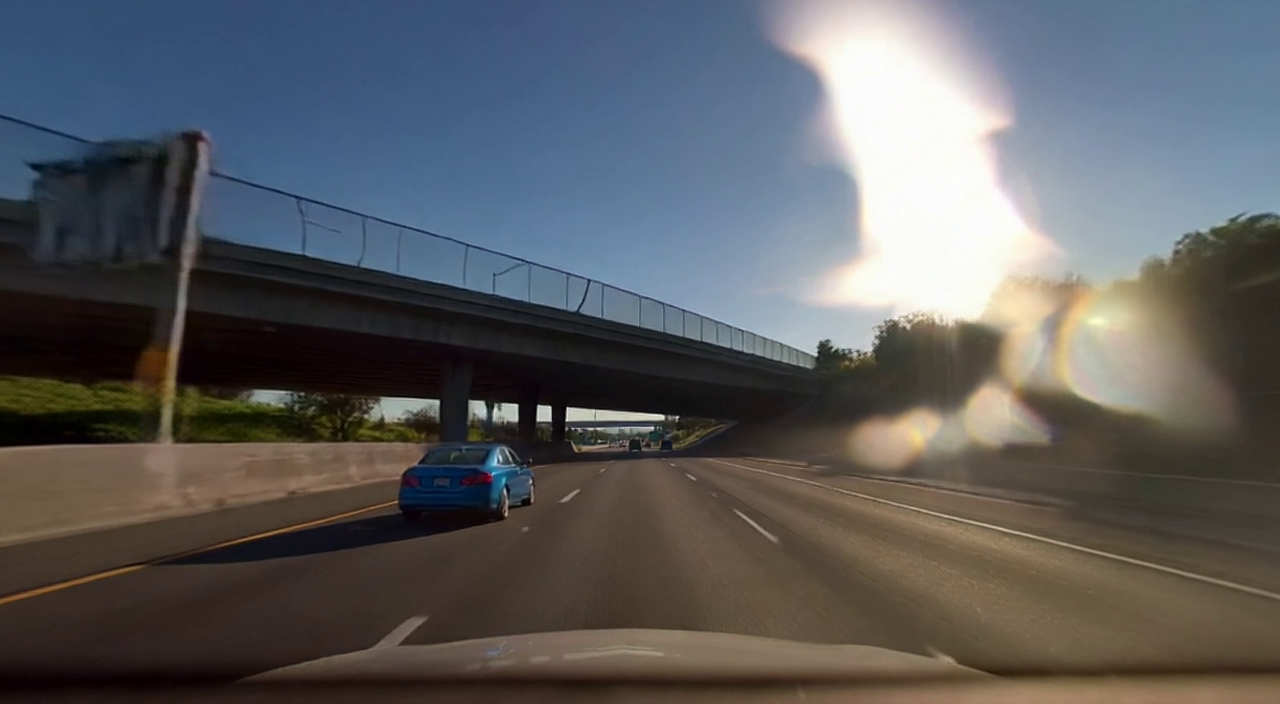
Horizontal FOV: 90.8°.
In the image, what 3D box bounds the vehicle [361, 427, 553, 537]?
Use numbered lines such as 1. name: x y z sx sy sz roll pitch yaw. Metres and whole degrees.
1. vehicle: -2.939 2.204 11.382 2.029 1.557 4.570 0 -8 1
